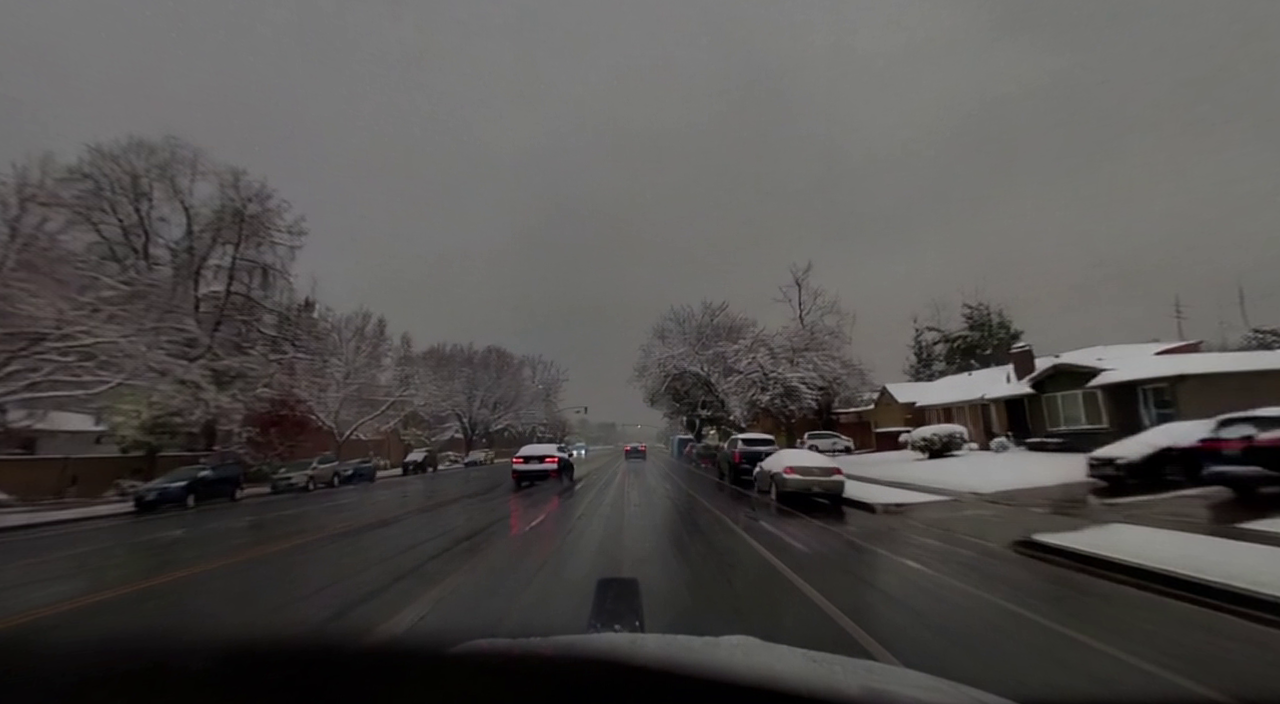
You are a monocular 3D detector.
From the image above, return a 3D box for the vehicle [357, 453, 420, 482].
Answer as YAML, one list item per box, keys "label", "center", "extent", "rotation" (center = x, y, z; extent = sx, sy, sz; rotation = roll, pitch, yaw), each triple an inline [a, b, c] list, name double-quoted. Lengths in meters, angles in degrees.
- label: "vehicle"
  center: [-14.654, 6.732, 37.136]
  extent: [1.827, 1.480, 4.738]
  rotation: [0, -9, -1]

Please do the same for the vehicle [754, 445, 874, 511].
- label: "vehicle"
  center: [4.288, 3.152, 16.361]
  extent: [1.890, 1.459, 4.371]
  rotation: [0, -9, 1]

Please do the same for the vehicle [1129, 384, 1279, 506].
- label: "vehicle"
  center: [10.875, 1.450, 9.963]
  extent: [4.543, 1.706, 2.082]
  rotation: [0, -9, -1]

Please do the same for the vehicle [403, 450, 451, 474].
- label: "vehicle"
  center: [-14.593, 7.523, 43.563]
  extent: [1.830, 1.511, 4.734]
  rotation: [0, -9, -2]

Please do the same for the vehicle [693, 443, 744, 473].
- label: "vehicle"
  center: [4.177, 5.727, 34.411]
  extent: [1.928, 1.479, 5.069]
  rotation: [0, -9, -2]

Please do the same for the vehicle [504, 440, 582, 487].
- label: "vehicle"
  center: [-3.319, 3.908, 22.515]
  extent: [2.027, 1.477, 4.413]
  rotation: [0, -9, 1]

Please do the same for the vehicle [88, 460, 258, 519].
- label: "vehicle"
  center: [-14.605, 4.287, 20.199]
  extent: [1.898, 1.530, 4.675]
  rotation: [0, -9, -1]

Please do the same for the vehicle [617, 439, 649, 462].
- label: "vehicle"
  center: [-0.455, 6.763, 43.352]
  extent: [2.088, 1.495, 4.048]
  rotation: [0, -9, 0]

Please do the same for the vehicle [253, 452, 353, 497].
- label: "vehicle"
  center: [-14.693, 5.320, 27.868]
  extent: [1.914, 1.747, 4.550]
  rotation: [0, -9, 0]
